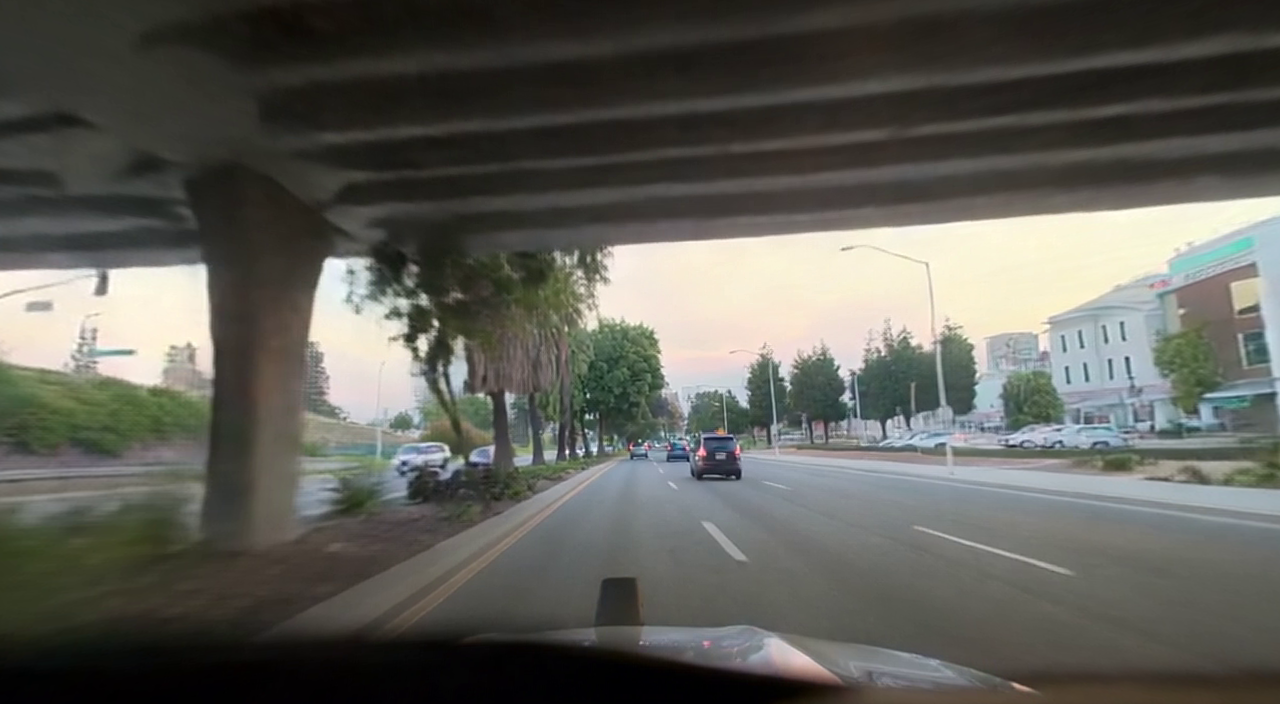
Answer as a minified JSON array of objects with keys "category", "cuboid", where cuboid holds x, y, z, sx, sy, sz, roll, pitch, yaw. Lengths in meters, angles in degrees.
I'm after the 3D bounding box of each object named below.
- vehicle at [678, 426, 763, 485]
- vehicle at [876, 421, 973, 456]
[{"category":"vehicle","cuboid":[2.959,4.020,24.761,2.559,2.017,5.562,0,-9,0]},{"category":"vehicle","cuboid":[19.583,6.072,43.906,2.305,2.084,6.115,1,-10,-21]}]
